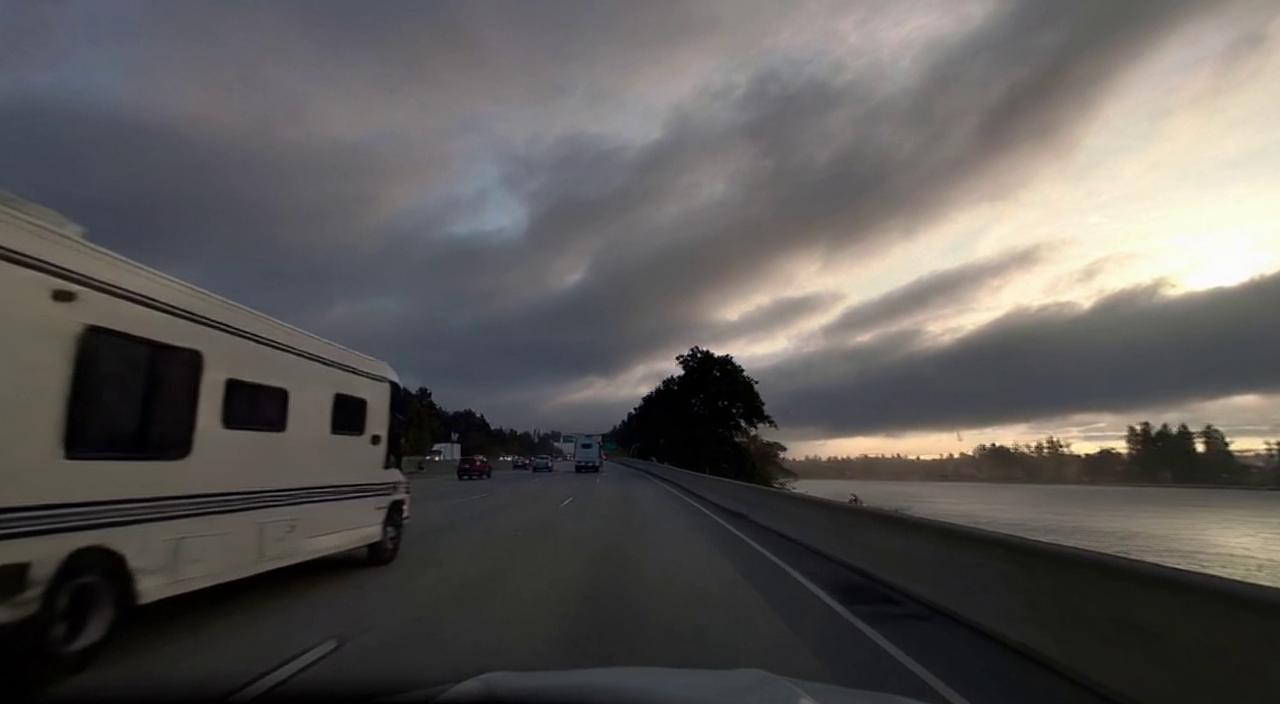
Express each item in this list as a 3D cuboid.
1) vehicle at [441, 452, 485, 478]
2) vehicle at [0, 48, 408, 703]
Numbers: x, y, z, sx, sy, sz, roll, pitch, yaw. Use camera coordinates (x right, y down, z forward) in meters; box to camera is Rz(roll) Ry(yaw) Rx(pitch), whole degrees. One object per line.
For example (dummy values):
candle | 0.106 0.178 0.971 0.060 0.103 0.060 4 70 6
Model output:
vehicle | -12.780 8.195 45.847 2.005 1.774 4.610 0 -9 -2
vehicle | -4.169 0.304 3.849 2.542 2.965 7.637 0 -10 0
